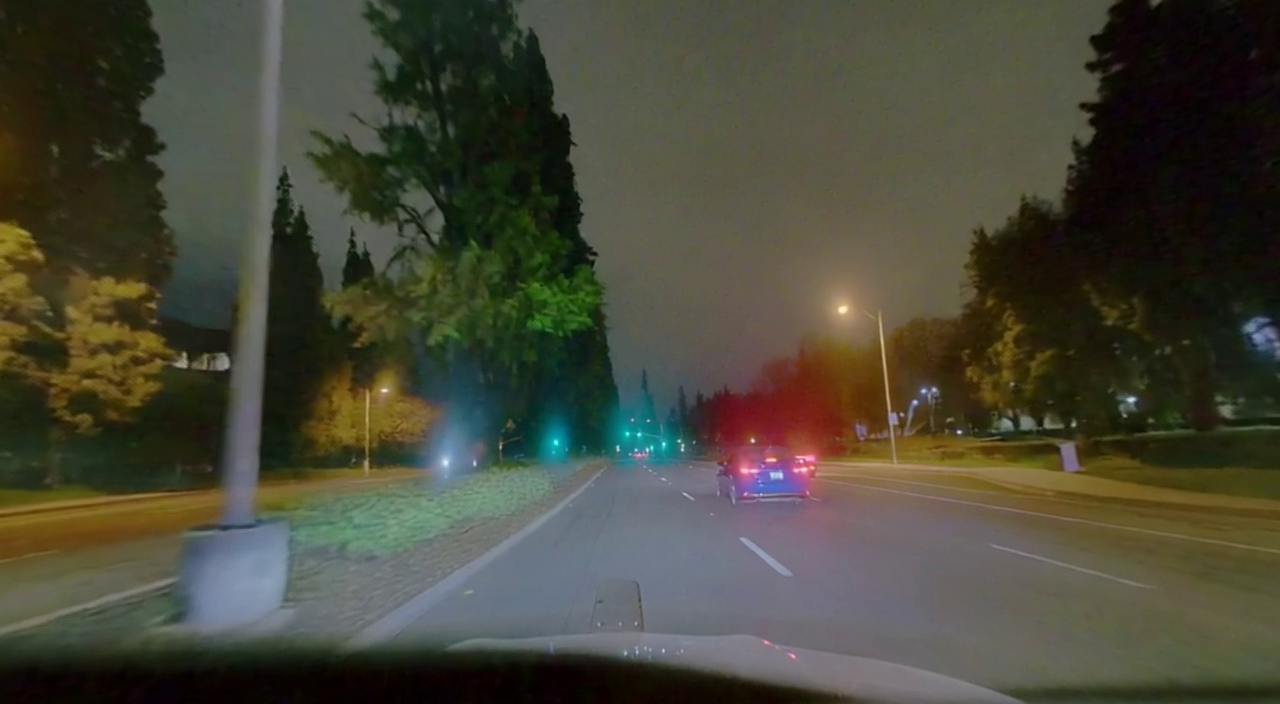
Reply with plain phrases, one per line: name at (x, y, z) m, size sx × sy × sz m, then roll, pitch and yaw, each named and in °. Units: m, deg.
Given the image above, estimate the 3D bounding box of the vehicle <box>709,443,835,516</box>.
vehicle at (2.931, 2.949, 15.077) m, size 1.950 × 1.473 × 4.259 m, roll 0°, pitch -9°, yaw -2°
